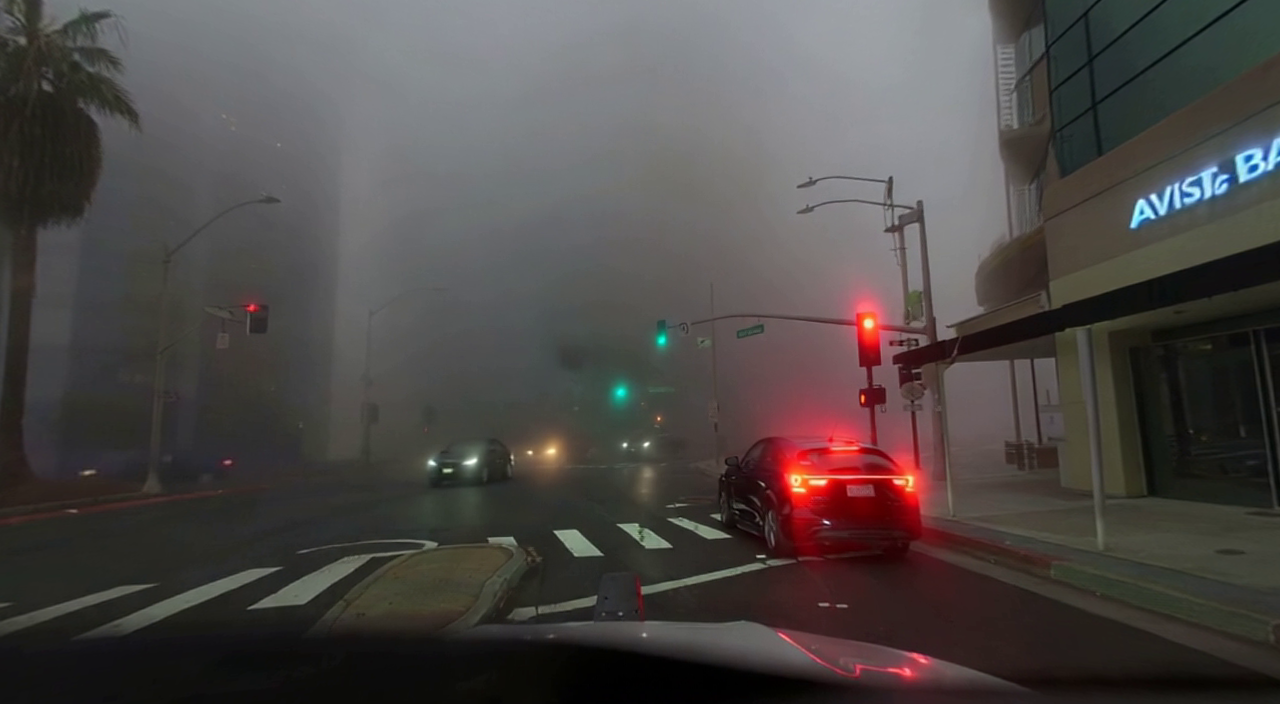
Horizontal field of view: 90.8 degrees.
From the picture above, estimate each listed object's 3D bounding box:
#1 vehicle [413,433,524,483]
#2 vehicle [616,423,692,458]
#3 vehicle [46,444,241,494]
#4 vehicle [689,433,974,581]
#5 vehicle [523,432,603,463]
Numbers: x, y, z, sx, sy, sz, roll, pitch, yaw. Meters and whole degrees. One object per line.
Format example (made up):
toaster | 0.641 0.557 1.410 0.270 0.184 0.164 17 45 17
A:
vehicle | -5.585 3.513 21.206 2.052 1.478 4.395 -1 -8 7
vehicle | 0.962 5.461 38.998 2.190 1.964 5.614 -5 -10 30
vehicle | -16.819 3.919 21.674 1.896 1.492 4.808 -6 -10 35
vehicle | 2.169 1.920 8.862 2.090 1.466 4.676 1 -8 -7
vehicle | -4.725 5.941 39.481 2.029 1.822 5.090 -6 -10 35
